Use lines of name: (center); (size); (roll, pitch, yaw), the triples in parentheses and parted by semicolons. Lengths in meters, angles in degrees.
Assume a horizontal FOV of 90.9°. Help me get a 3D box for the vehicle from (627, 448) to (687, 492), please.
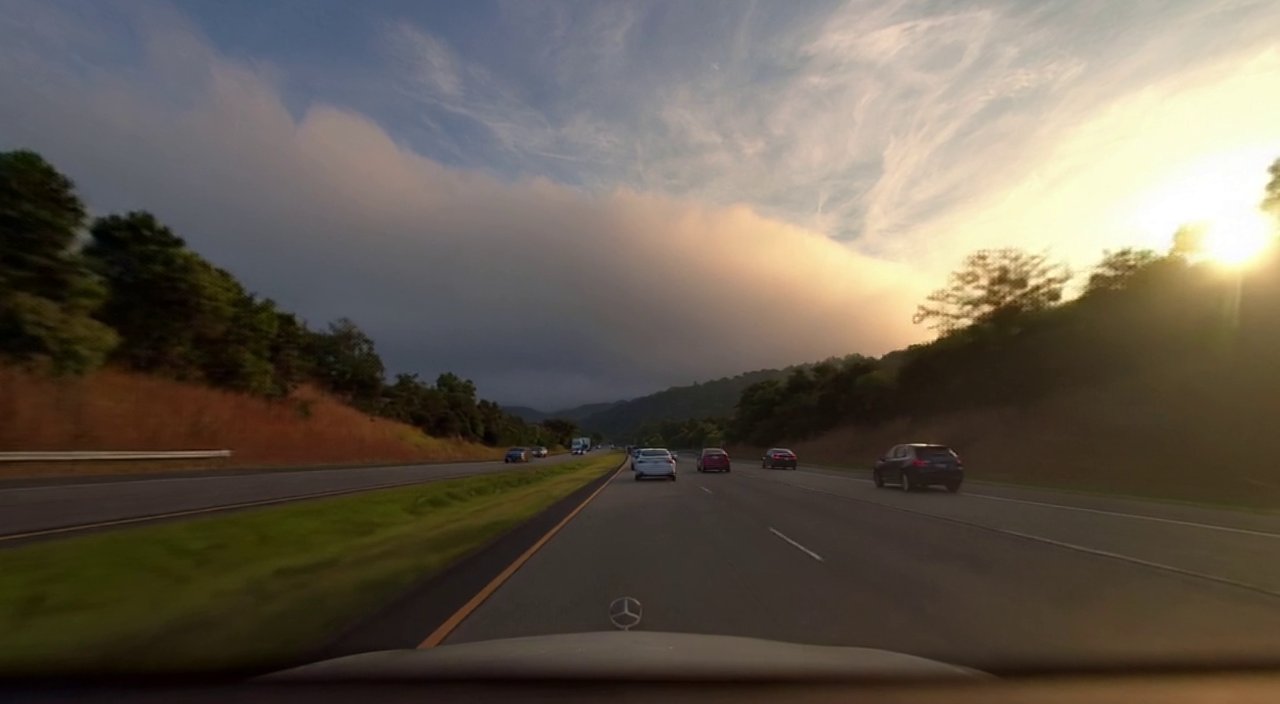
vehicle: (0.575, 4.243, 22.928); (2.020, 1.426, 3.702); (0, -9, 0)

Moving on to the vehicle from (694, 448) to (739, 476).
vehicle: (4.268, 6.235, 35.918); (1.981, 1.518, 4.029); (0, -9, -1)

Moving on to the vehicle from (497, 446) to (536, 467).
vehicle: (-9.301, 7.941, 47.946); (1.990, 1.466, 4.544); (0, -9, 1)

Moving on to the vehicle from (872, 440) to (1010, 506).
vehicle: (7.983, 3.230, 17.163); (1.847, 1.554, 3.752); (0, -9, 0)

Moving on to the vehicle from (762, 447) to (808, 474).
vehicle: (9.060, 6.789, 39.611); (1.957, 1.594, 3.632); (0, -9, -1)
